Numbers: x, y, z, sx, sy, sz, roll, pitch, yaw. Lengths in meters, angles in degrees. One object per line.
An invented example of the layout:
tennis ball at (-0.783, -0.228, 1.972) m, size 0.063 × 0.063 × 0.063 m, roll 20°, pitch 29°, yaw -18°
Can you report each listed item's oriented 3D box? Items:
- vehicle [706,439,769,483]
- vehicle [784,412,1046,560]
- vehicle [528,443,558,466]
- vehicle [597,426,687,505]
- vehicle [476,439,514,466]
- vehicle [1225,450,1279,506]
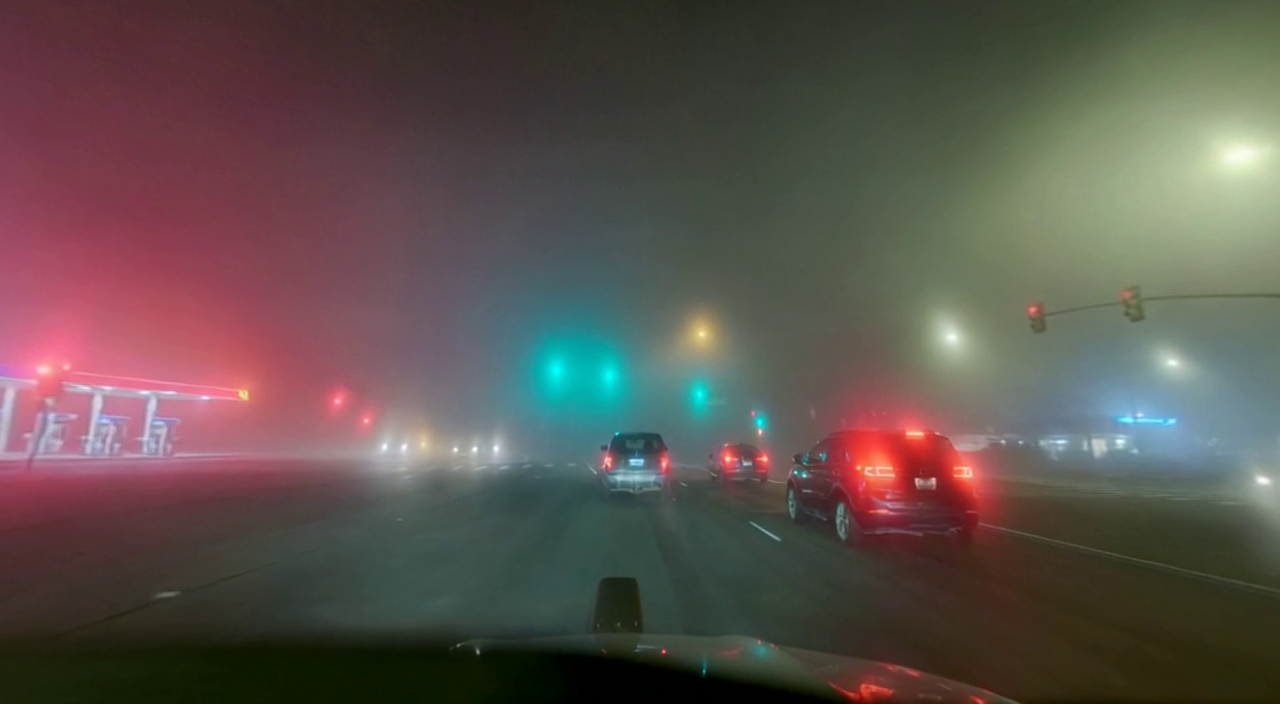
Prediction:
vehicle at (3.797, 4.303, 25.085) m, size 1.800 × 1.592 × 3.658 m, roll 0°, pitch -8°, yaw -2°
vehicle at (3.762, 1.904, 9.653) m, size 2.000 × 1.745 × 4.206 m, roll 0°, pitch -8°, yaw -2°
vehicle at (-6.865, 7.236, 44.687) m, size 1.987 × 1.505 × 4.337 m, roll 1°, pitch -8°, yaw -8°
vehicle at (0.004, 2.916, 16.577) m, size 2.051 × 1.798 × 4.168 m, roll 0°, pitch -8°, yaw -1°
vehicle at (-9.722, 6.749, 42.446) m, size 1.992 × 1.755 × 4.283 m, roll 1°, pitch -8°, yaw -7°
vehicle at (18.975, 3.662, 18.674) m, size 2.057 × 1.473 × 4.462 m, roll -7°, pitch -11°, yaw 40°
